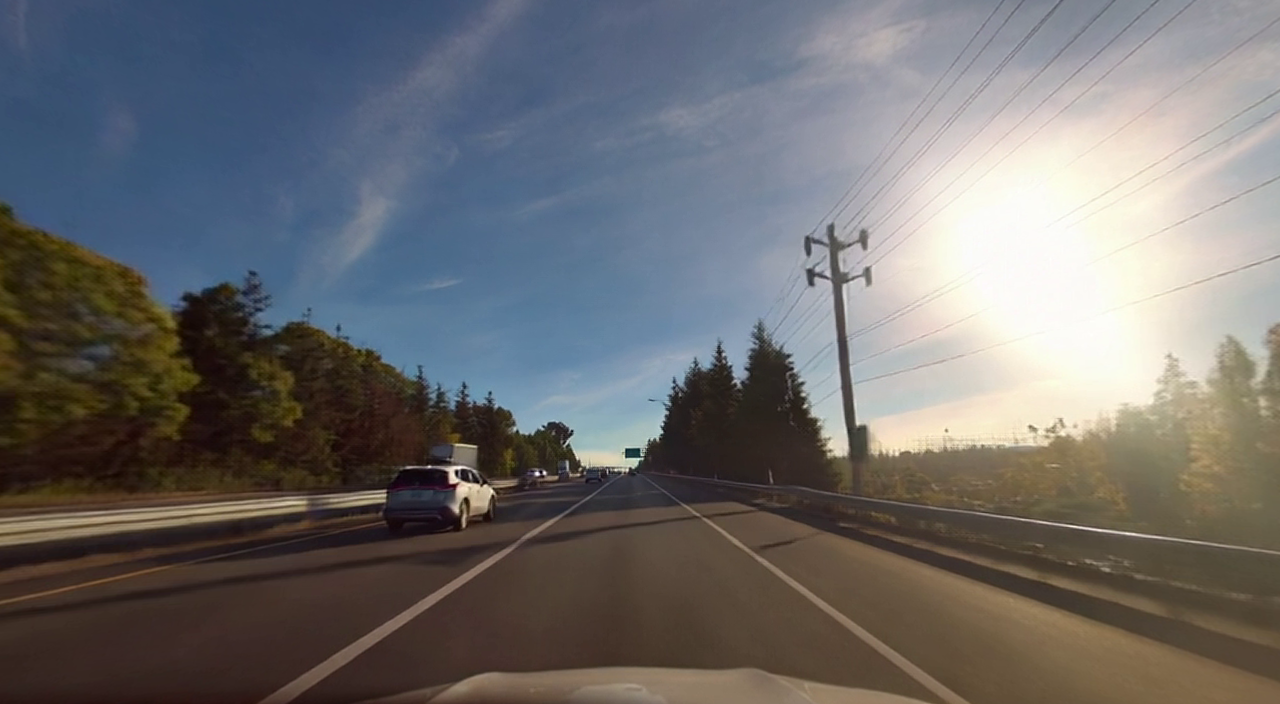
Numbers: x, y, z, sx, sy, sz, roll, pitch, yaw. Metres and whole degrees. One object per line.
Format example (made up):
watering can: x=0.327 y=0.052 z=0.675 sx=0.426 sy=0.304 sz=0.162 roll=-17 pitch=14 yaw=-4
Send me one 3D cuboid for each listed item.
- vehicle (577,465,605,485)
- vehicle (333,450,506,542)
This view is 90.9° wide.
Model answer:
vehicle: x=-3.784 y=9.633 z=49.391 sx=1.884 sy=1.486 sz=3.934 roll=1 pitch=-11 yaw=-1
vehicle: x=-4.179 y=2.825 z=12.800 sx=1.963 sy=1.501 sz=4.227 roll=1 pitch=-11 yaw=0
